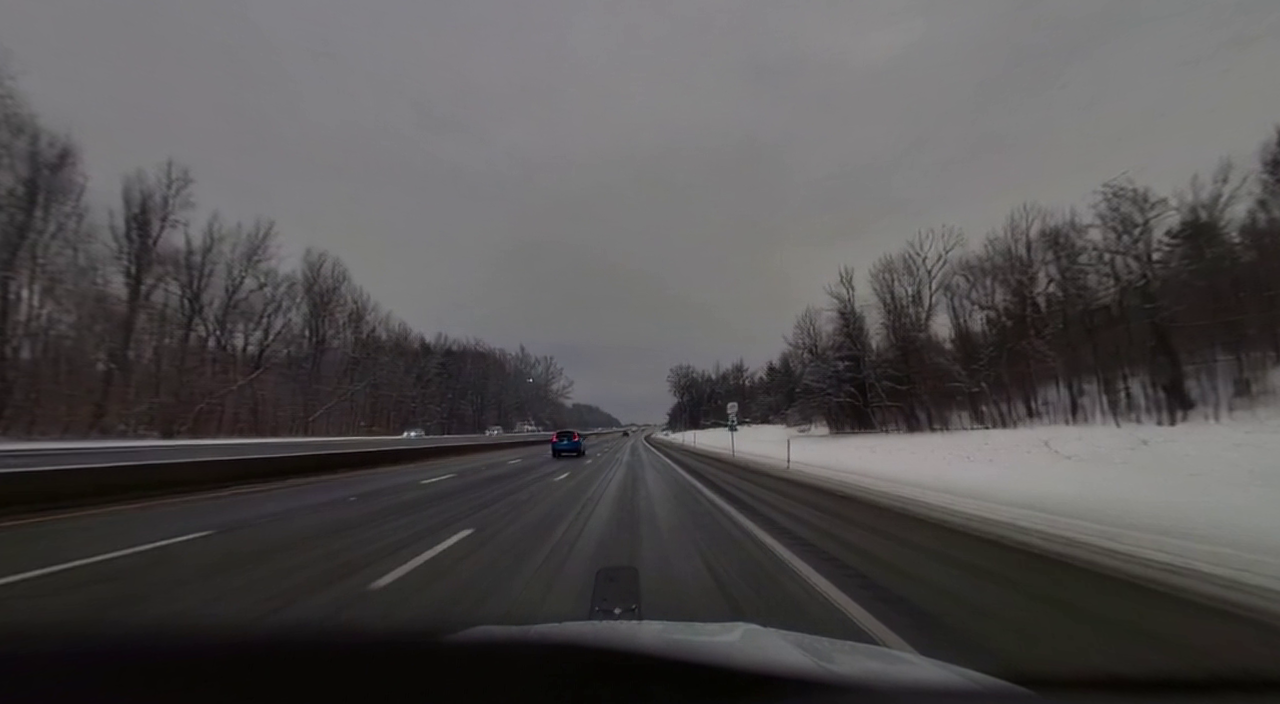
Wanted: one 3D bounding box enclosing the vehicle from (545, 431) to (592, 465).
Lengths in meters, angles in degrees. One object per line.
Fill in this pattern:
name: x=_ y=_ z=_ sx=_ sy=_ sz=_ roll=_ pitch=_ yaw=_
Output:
vehicle: x=-3.714 y=5.087 z=33.564 sx=2.057 sy=1.666 sz=4.552 roll=0 pitch=-8 yaw=-1
